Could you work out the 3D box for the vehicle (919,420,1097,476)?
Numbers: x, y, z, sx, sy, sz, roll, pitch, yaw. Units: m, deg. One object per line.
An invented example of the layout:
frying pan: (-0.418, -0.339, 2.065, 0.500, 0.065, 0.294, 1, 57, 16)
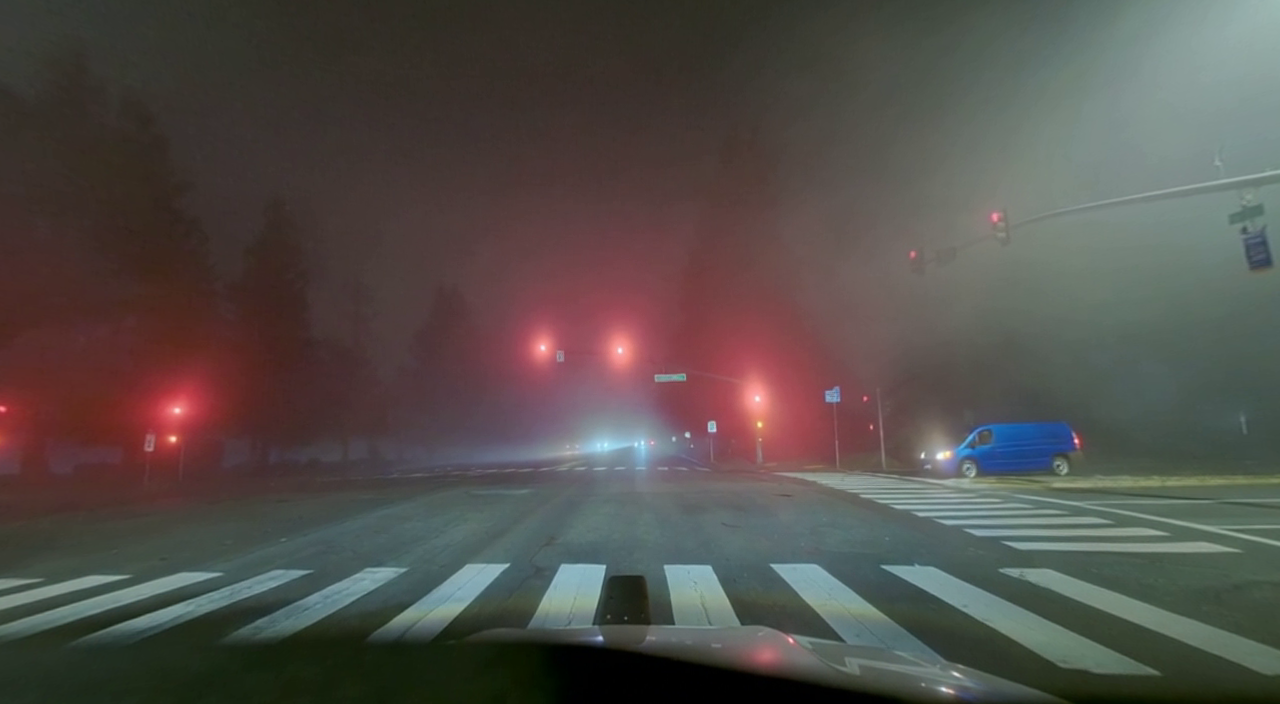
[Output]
vehicle: (12.421, 3.271, 21.517, 4.790, 1.798, 1.909, 0, -8, 1)
